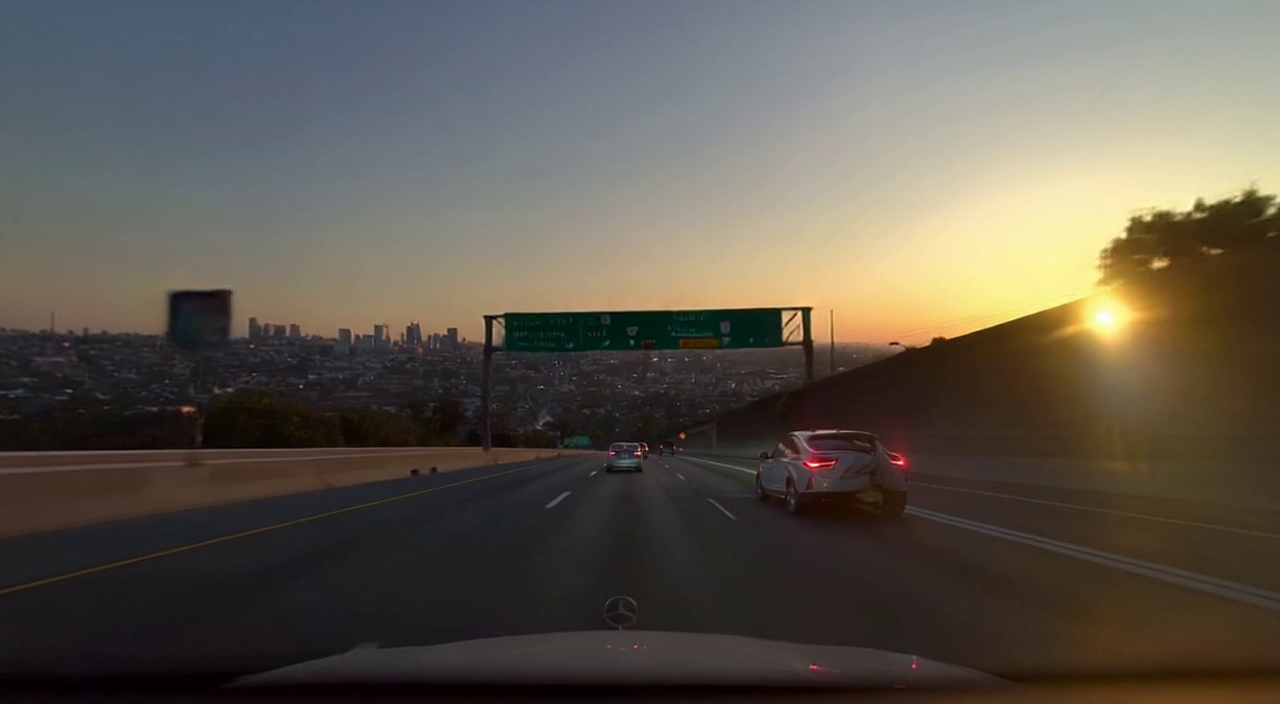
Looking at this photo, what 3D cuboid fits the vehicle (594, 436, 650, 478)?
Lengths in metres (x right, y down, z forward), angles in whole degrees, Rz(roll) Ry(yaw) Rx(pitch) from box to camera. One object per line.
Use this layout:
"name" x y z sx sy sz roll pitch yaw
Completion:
"vehicle" -0.701 4.328 26.132 2.147 1.576 3.964 0 -8 0
